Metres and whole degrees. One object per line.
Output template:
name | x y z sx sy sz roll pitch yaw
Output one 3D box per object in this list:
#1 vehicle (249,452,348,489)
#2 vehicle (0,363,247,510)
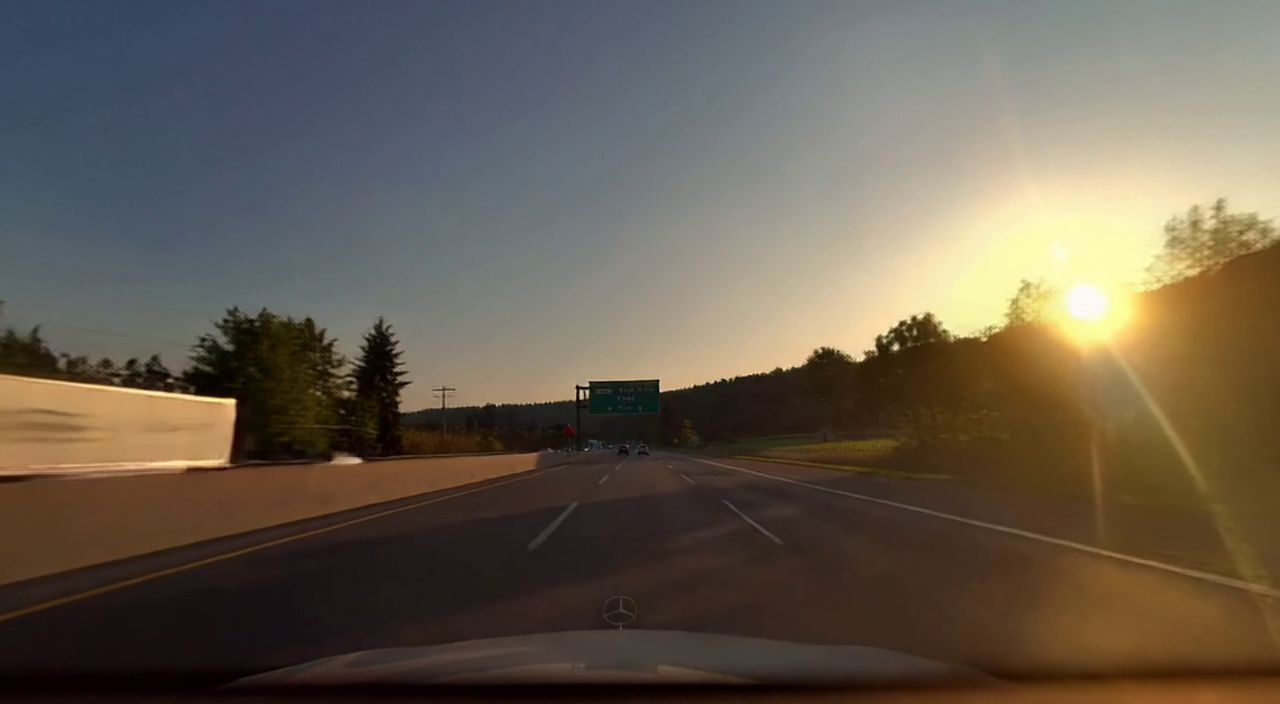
vehicle | -15.708 5.456 29.266 1.990 1.511 4.672 -1 -9 0
vehicle | -19.274 2.954 21.360 2.872 4.066 13.769 -1 -9 0
